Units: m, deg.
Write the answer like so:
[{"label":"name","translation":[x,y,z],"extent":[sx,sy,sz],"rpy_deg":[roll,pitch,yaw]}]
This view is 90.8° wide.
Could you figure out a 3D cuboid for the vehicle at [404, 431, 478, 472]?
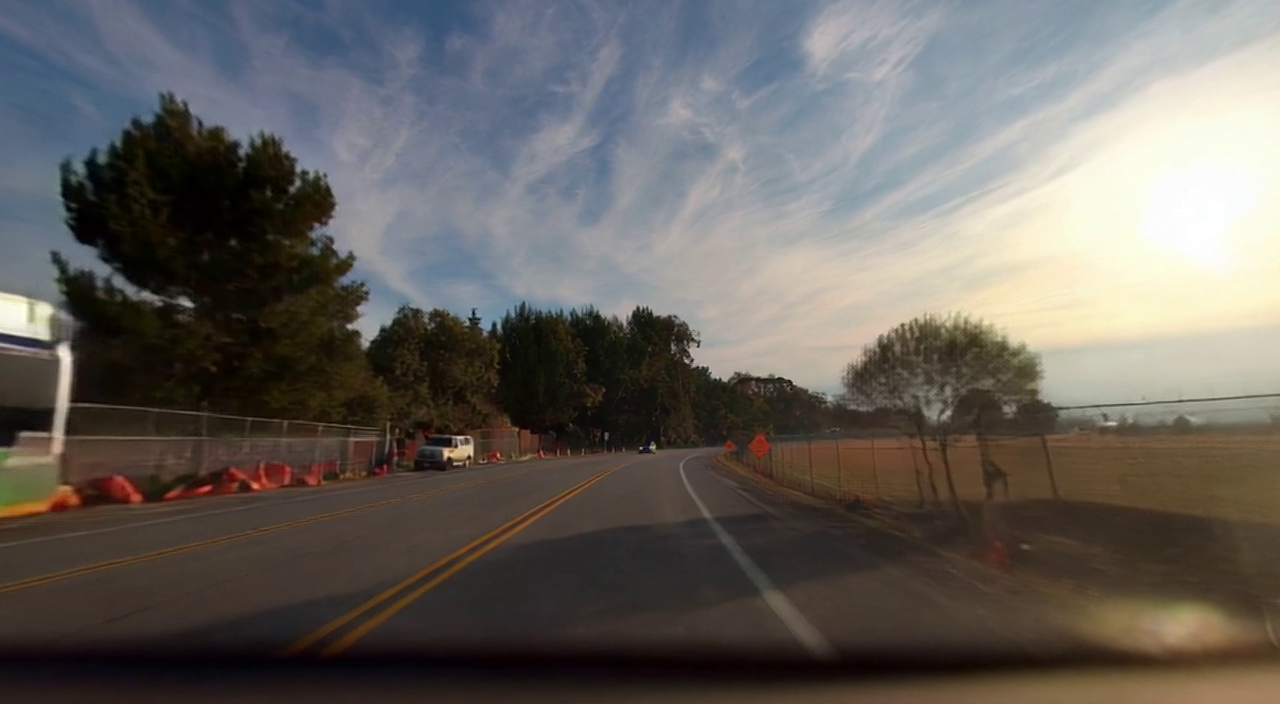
[{"label":"vehicle","translation":[-11.184,5.625,36.065],"extent":[2.244,2.022,6.102],"rpy_deg":[-2,-8,0]}]
